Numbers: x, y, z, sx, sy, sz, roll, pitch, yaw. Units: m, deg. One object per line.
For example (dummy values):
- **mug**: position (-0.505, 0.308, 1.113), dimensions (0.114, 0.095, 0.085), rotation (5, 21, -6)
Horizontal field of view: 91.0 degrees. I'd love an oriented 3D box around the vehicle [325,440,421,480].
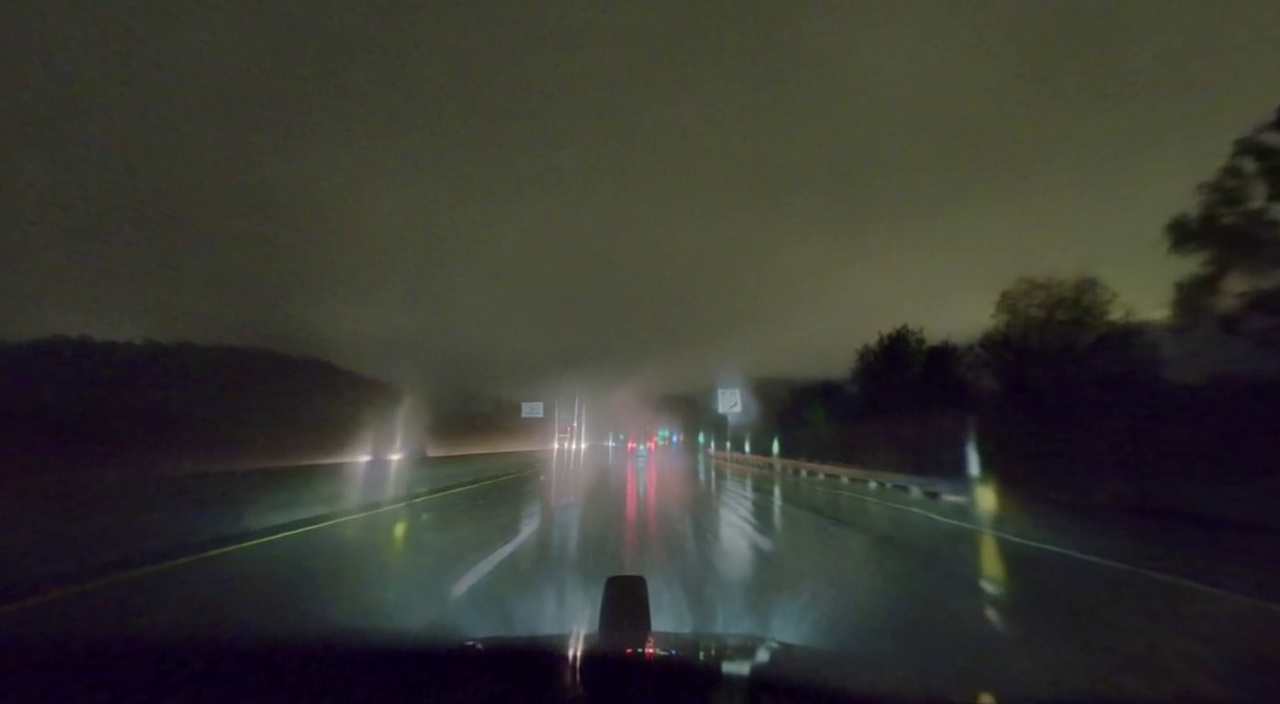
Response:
- **vehicle**: position (-11.247, 4.571, 26.898), dimensions (1.954, 1.537, 4.693), rotation (0, -8, 1)
